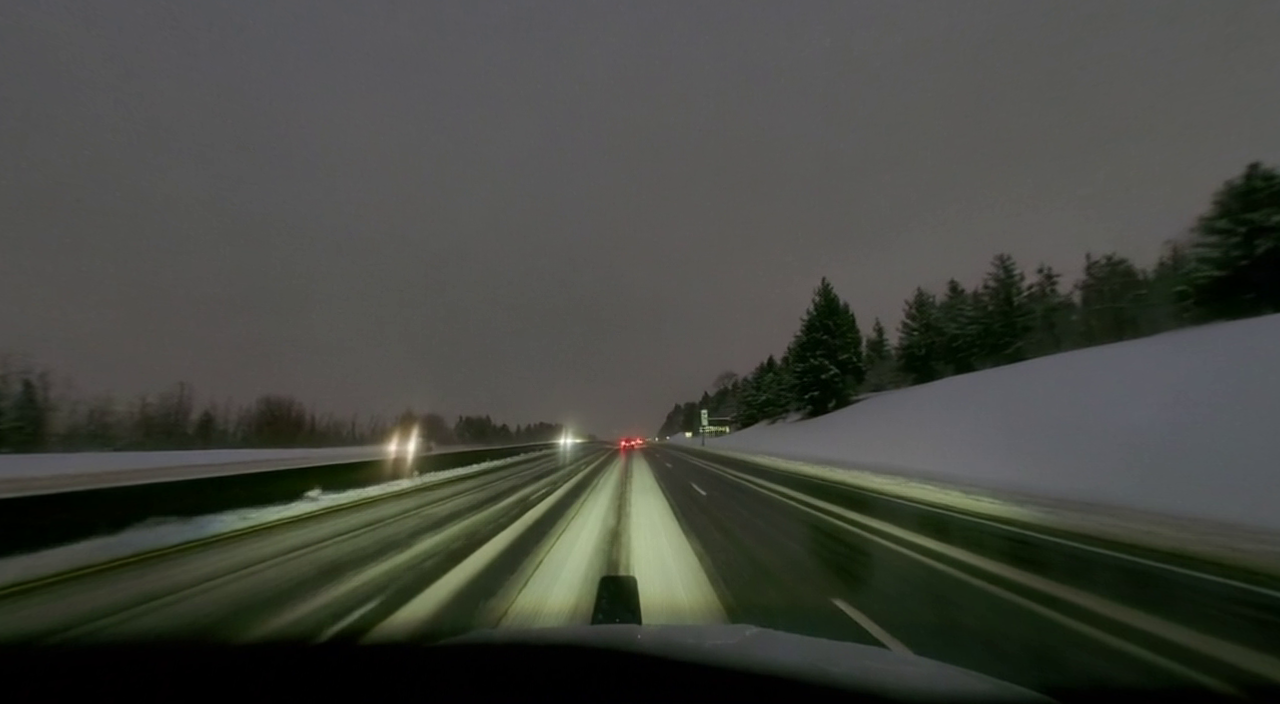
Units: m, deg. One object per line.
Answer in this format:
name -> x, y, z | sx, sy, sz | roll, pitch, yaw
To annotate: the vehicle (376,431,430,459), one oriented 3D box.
vehicle -> -17.516, 6.878, 46.867 | 2.139, 1.910, 4.967 | 0, -8, 0
